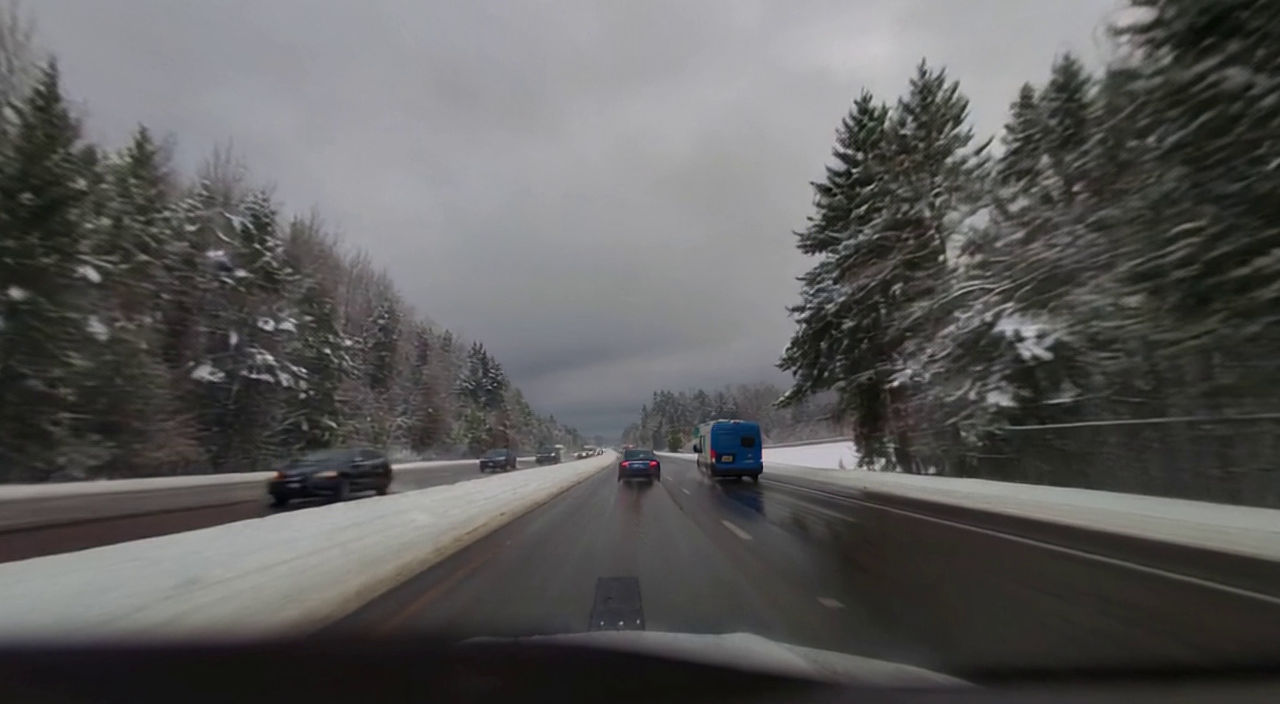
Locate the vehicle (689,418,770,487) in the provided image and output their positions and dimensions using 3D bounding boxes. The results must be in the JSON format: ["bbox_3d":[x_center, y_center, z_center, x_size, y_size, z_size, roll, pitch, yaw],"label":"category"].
[{"bbox_3d":[3.703,4.361,27.374,2.513,2.633,5.930,0,-9,-1],"label":"vehicle"}]

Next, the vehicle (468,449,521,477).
[{"bbox_3d":[-8.099,6.227,35.443,2.047,1.440,3.907,-1,-9,1],"label":"vehicle"}]

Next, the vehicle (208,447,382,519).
[{"bbox_3d":[-7.341,2.790,13.894,1.719,1.342,3.683,0,-9,0],"label":"vehicle"}]

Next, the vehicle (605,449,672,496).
[{"bbox_3d":[-0.053,4.013,21.308,2.037,1.417,3.885,0,-9,0],"label":"vehicle"}]
